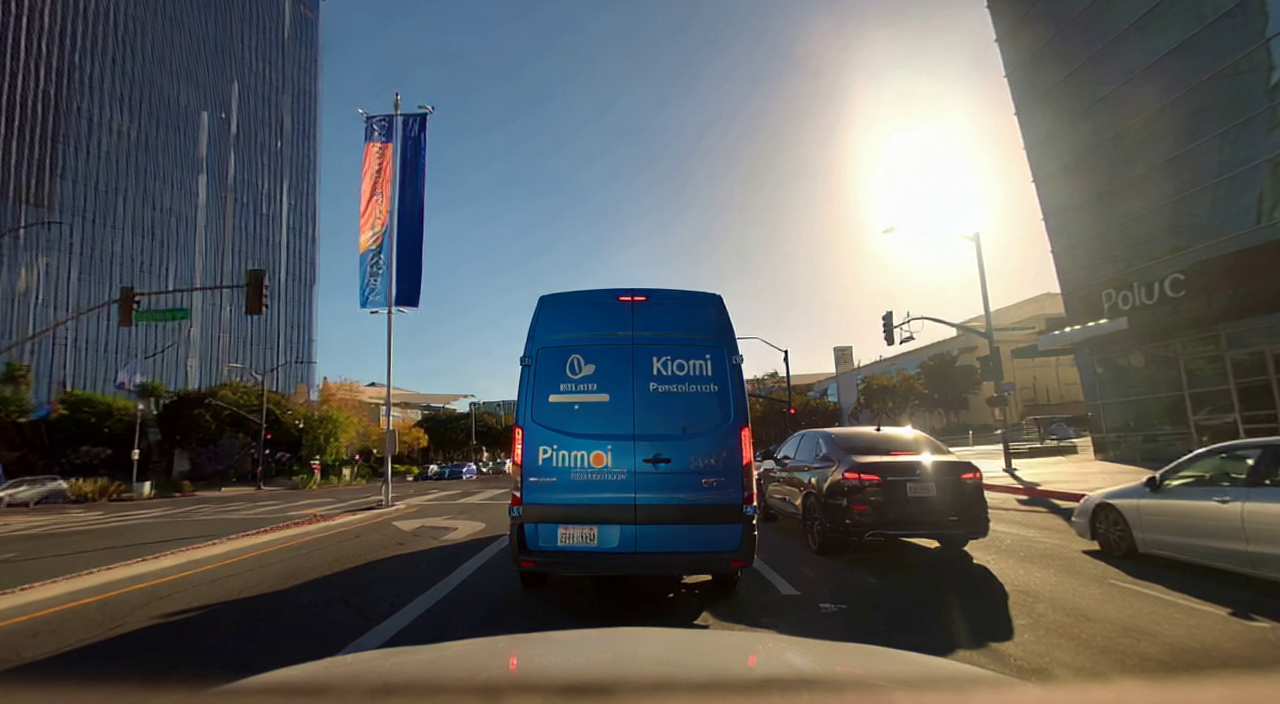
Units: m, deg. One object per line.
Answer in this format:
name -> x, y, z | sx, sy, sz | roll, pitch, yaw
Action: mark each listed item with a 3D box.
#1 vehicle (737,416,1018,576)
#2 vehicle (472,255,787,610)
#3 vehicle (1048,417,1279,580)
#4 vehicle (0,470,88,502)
vehicle -> 2.878, 1.863, 9.037 | 2.183, 1.676, 4.506 | 0, -8, -1
vehicle -> -0.040, 1.177, 9.095 | 2.613, 3.035, 7.342 | 0, -8, 1
vehicle -> 7.531, 1.582, 7.013 | 1.963, 1.669, 4.678 | 3, -9, -20
vehicle -> -31.435, 6.765, 32.001 | 4.888, 1.481, 1.873 | 1, -9, -8
